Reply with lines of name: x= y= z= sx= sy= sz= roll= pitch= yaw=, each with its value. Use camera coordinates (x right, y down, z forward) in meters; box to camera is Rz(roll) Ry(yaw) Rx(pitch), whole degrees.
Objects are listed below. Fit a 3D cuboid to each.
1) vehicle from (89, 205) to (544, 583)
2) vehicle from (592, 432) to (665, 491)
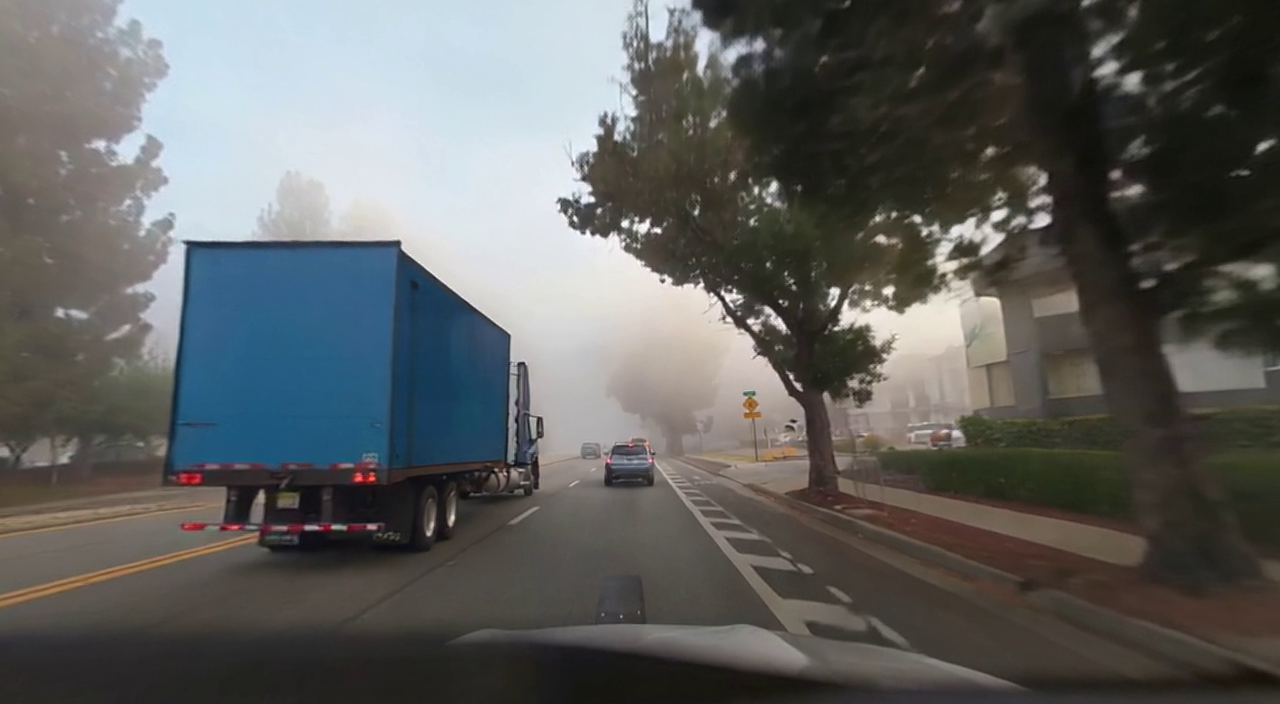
vehicle: x=-4.022 y=1.123 z=11.689 sx=2.996 sy=3.902 sz=10.410 roll=0 pitch=-9 yaw=-1
vehicle: x=-0.363 y=3.440 z=20.115 sx=2.094 sy=1.682 sz=3.866 roll=0 pitch=-9 yaw=-1
